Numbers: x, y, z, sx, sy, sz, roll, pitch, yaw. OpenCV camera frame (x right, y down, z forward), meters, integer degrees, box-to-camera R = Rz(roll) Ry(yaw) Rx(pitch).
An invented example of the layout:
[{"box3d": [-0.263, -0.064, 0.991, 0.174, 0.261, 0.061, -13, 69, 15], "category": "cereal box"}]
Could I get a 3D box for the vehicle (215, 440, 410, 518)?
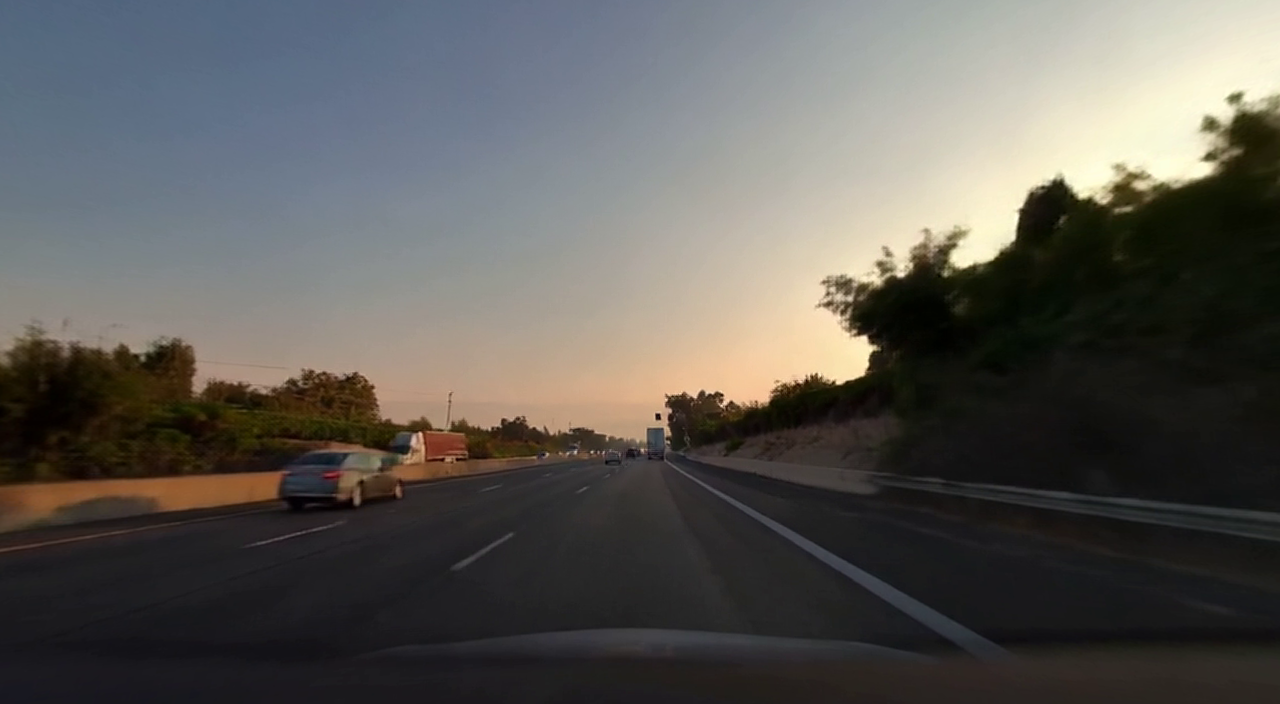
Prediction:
[{"box3d": [-7.284, 2.855, 14.681, 2.031, 1.521, 4.503, 0, -9, 1], "category": "vehicle"}]
